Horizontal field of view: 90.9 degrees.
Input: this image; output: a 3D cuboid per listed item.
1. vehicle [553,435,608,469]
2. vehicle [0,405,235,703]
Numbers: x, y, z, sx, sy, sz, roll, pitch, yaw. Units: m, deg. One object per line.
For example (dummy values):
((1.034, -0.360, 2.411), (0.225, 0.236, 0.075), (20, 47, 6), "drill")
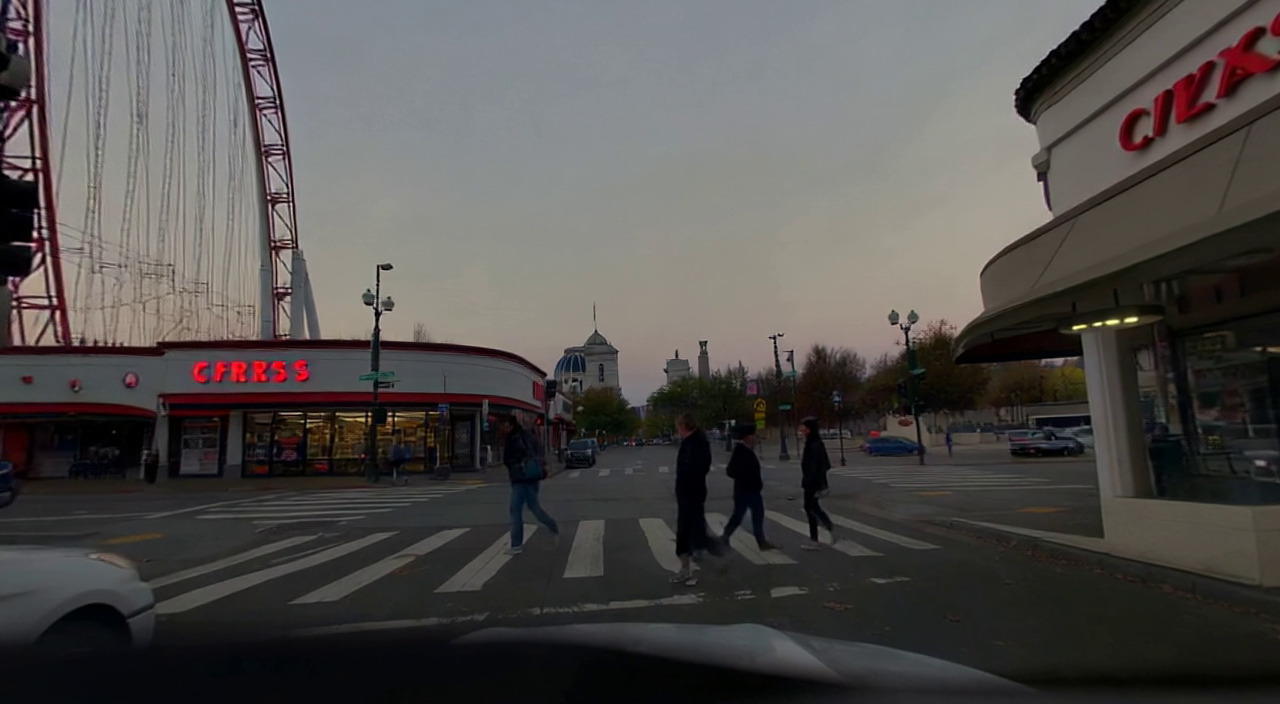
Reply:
((-3.915, 6.362, 40.260), (2.549, 2.000, 5.699), (2, -9, -15), "vehicle")
((-3.376, 0.790, 1.184), (1.940, 1.505, 4.676), (-1, -9, 3), "vehicle")
